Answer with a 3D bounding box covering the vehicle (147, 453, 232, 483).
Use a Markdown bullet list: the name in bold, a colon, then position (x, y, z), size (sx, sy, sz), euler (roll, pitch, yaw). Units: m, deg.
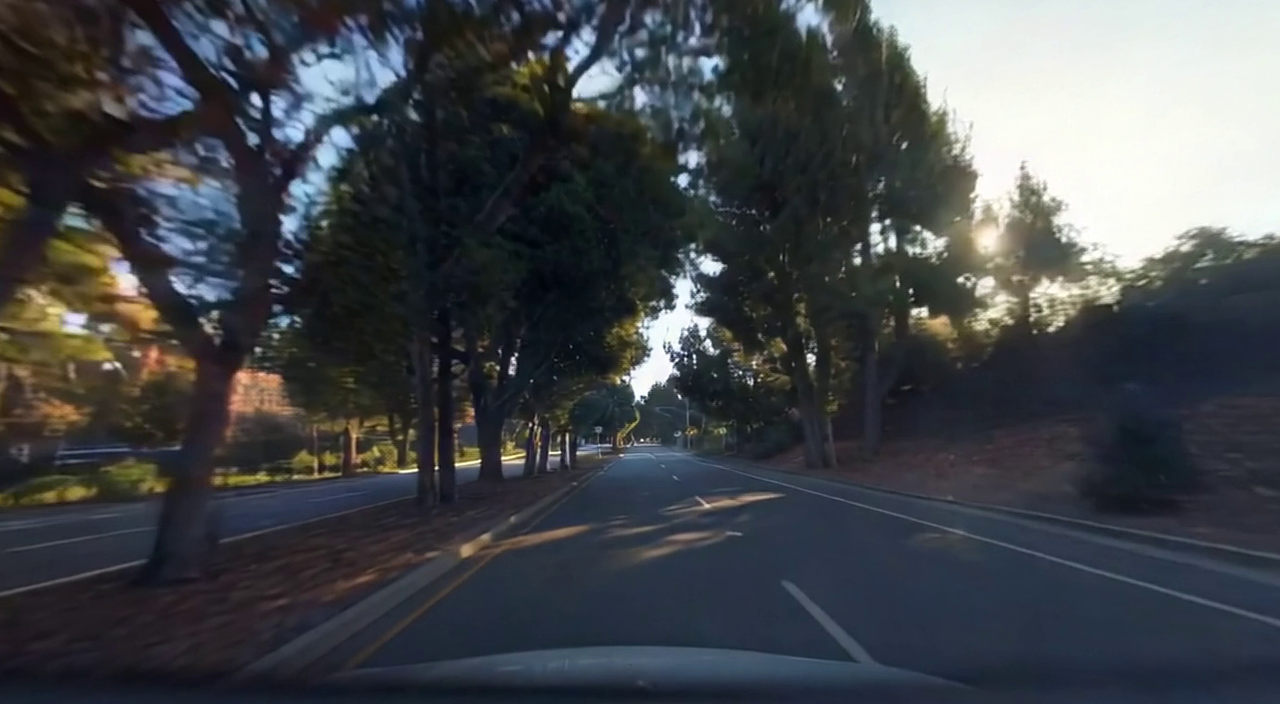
- **vehicle**: position (-26.172, 6.710, 36.871), size (1.732, 1.405, 4.457), euler (-4, -8, 0)
